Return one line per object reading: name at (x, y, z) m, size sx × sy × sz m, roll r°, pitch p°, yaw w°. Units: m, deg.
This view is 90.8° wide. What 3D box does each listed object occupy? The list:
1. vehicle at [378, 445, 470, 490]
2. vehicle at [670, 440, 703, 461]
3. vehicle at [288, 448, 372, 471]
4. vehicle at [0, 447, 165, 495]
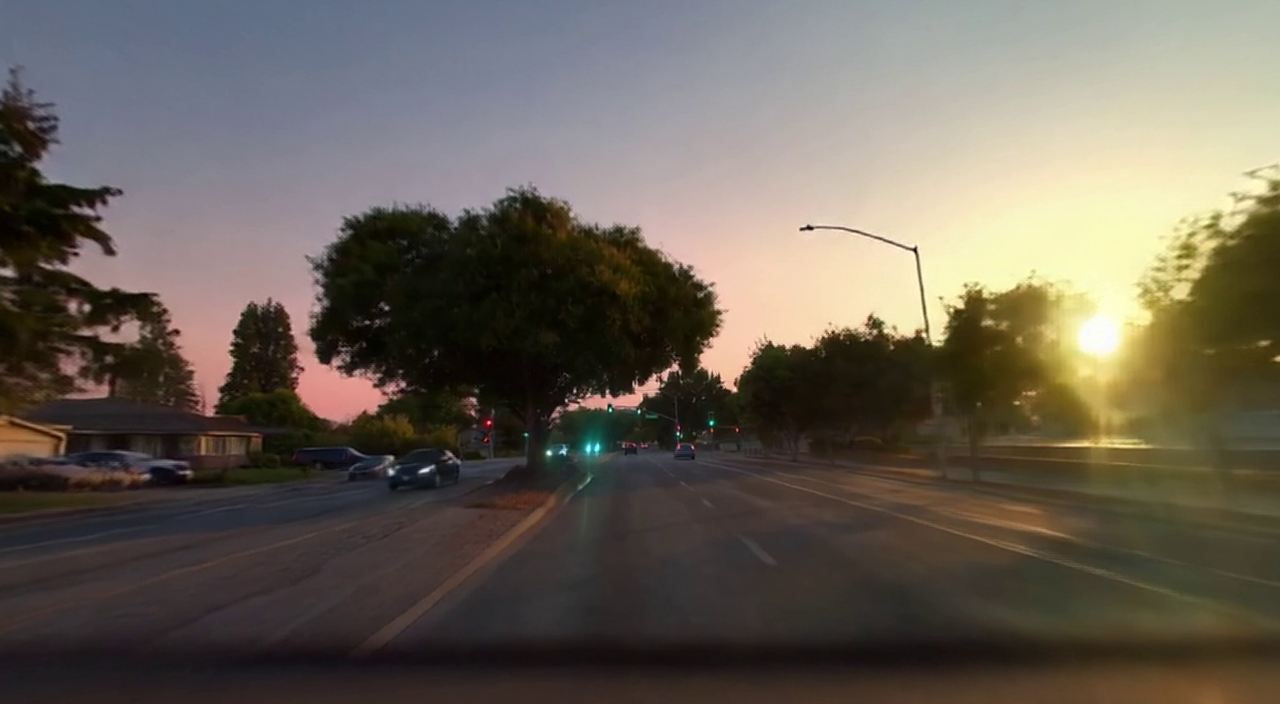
vehicle at (-7.890, 4.241, 23.570) m, size 1.931 × 1.483 × 4.246 m, roll 0°, pitch -9°, yaw 0°
vehicle at (3.501, 7.559, 48.488) m, size 2.133 × 1.494 × 4.265 m, roll 0°, pitch -9°, yaw -2°
vehicle at (-20.369, 7.093, 41.640) m, size 4.464 × 1.453 × 1.931 m, roll 0°, pitch -9°, yaw -1°
vehicle at (-20.624, 4.361, 23.422) m, size 4.354 × 1.676 × 1.905 m, roll 0°, pitch -9°, yaw -1°
